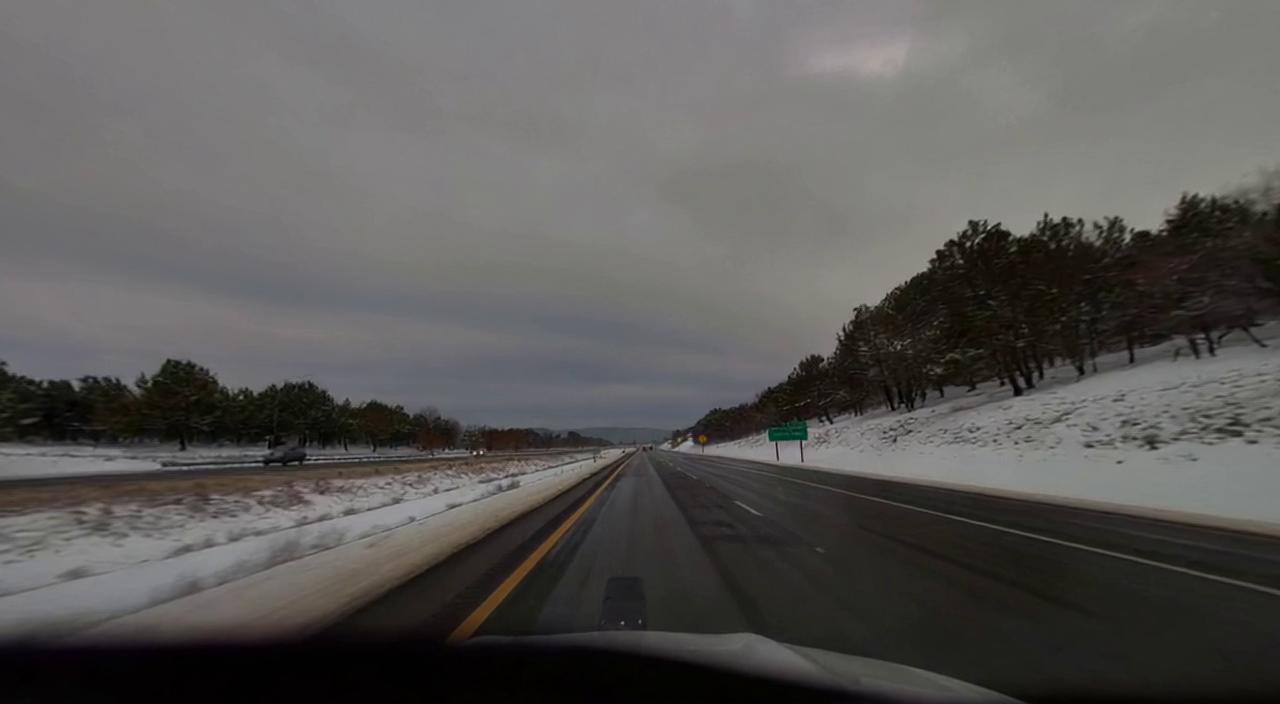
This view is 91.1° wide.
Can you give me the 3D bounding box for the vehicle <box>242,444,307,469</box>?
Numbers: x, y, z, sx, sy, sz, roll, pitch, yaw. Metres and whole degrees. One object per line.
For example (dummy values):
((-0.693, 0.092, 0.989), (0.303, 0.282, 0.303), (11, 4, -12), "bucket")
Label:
((-28.672, 8.183, 49.459), (2.297, 1.831, 4.697), (0, -8, 0), "vehicle")
